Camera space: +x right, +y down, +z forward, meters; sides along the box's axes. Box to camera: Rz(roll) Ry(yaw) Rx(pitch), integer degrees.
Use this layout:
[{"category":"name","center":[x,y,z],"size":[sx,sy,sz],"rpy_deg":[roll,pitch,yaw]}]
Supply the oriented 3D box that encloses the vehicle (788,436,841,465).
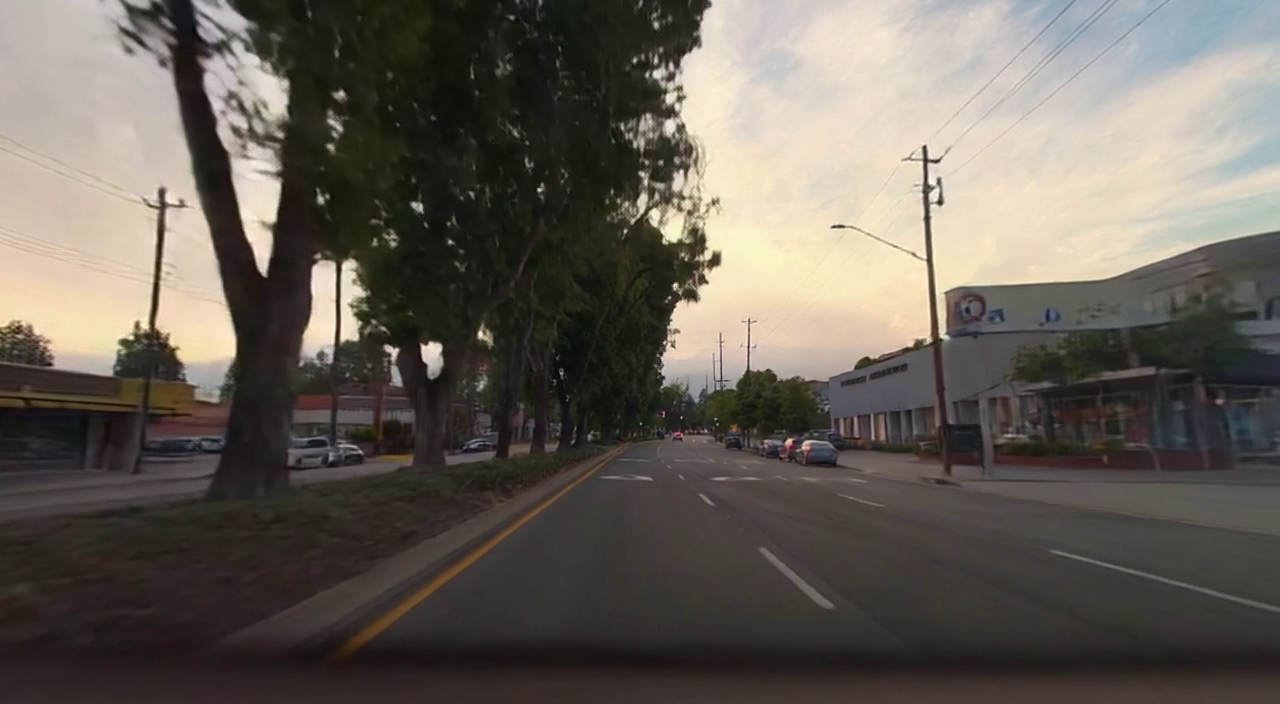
[{"category":"vehicle","center":[10.133,5.738,36.954],"size":[1.901,1.586,3.903],"rpy_deg":[0,-8,0]}]

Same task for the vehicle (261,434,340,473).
[{"category":"vehicle","center":[-19.422,5.838,36.390],"size":[1.954,2.000,4.687],"rpy_deg":[-2,-9,0]}]

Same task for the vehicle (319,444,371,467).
[{"category":"vehicle","center":[-19.410,6.825,41.722],"size":[1.664,1.443,3.701],"rpy_deg":[0,-8,0]}]
